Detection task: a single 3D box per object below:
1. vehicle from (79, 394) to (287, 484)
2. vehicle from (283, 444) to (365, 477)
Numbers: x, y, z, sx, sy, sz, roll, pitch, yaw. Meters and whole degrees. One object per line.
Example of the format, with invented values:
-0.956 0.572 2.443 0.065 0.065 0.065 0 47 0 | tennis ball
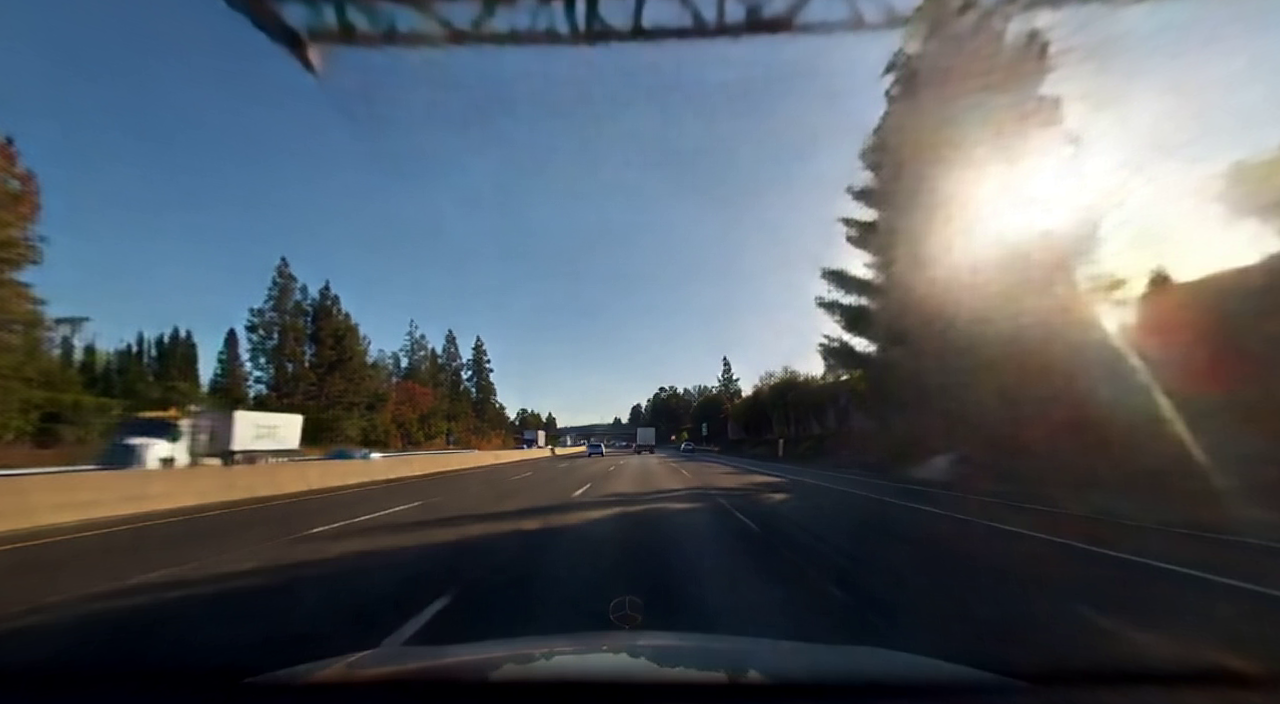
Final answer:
-23.710 4.693 33.828 3.474 4.099 10.030 0 -8 0 | vehicle
-15.469 5.310 31.104 1.895 1.503 4.138 0 -8 0 | vehicle
